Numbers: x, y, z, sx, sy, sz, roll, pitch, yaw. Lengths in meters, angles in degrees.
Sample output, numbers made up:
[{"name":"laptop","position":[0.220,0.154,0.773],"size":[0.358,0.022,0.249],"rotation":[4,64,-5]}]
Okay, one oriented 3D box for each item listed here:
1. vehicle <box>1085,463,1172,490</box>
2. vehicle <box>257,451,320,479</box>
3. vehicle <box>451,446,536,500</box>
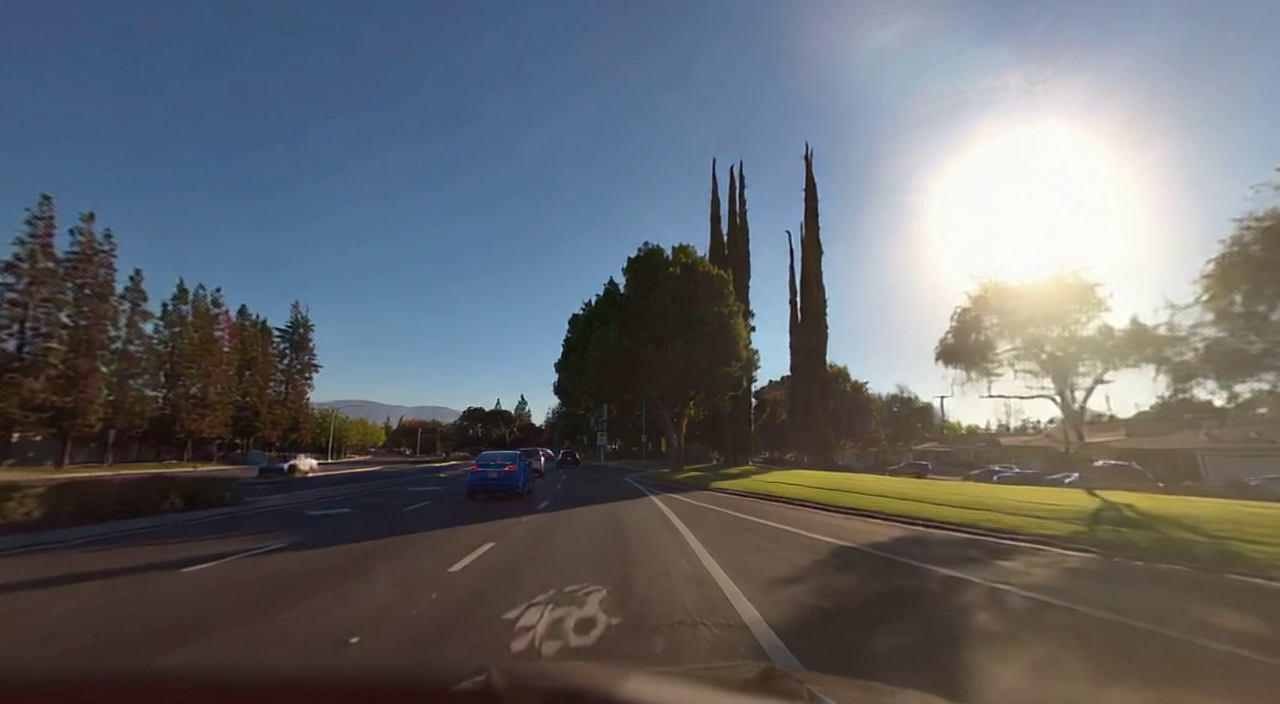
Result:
[{"name":"vehicle","position":[35.965,9.173,46.685],"size":[1.973,1.671,5.072],"rotation":[1,-8,-7]},{"name":"vehicle","position":[-22.100,7.076,39.871],"size":[1.844,1.582,4.218],"rotation":[0,-8,-5]},{"name":"vehicle","position":[-4.961,4.122,22.052],"size":[2.098,1.613,4.606],"rotation":[0,-8,-3]}]
